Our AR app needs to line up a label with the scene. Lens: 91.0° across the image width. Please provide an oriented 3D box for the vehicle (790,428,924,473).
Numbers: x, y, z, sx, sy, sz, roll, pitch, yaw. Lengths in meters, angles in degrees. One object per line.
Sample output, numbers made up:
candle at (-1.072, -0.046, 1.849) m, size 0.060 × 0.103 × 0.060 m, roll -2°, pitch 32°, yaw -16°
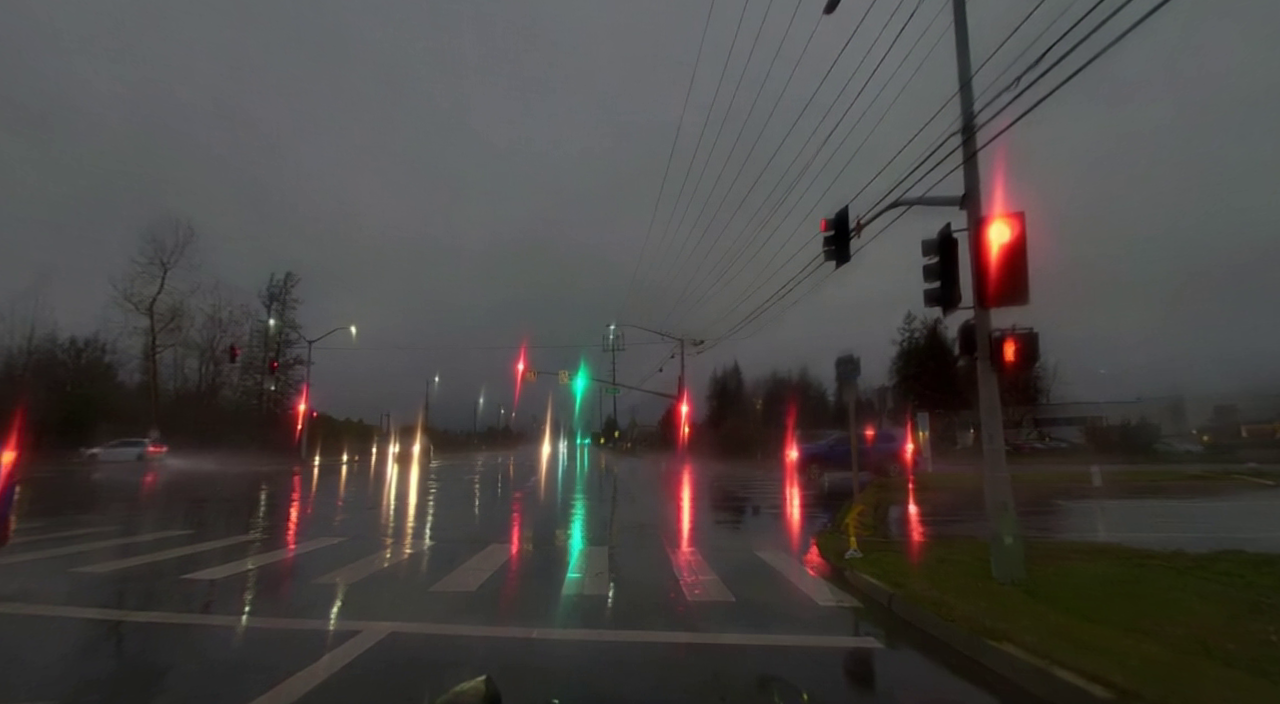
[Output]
vehicle at (8.703, 4.017, 25.731) m, size 4.884 × 1.714 × 2.021 m, roll -2°, pitch -9°, yaw 12°

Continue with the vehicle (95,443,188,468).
vehicle at (-31.803, 6.596, 40.207) m, size 4.529 × 1.566 × 1.842 m, roll -1°, pitch -9°, yaw 6°
